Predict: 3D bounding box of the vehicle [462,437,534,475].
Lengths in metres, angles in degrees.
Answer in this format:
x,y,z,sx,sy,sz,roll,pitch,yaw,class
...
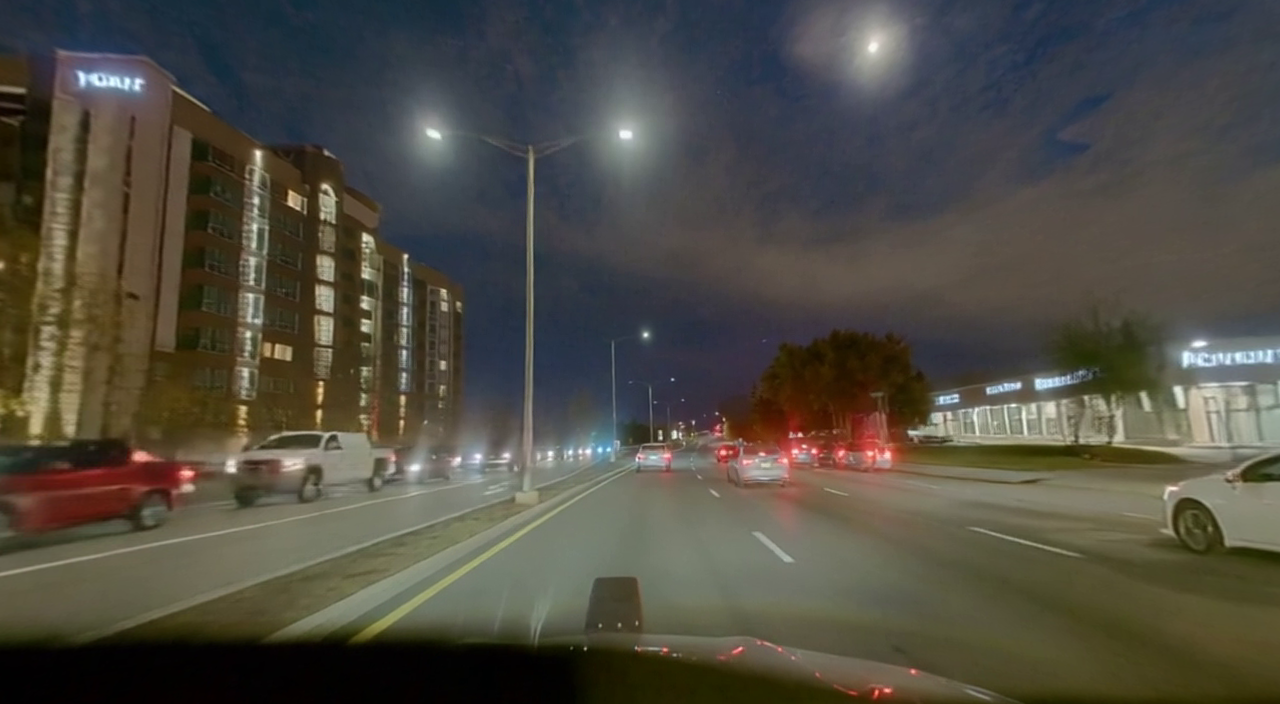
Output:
x,y,z,sx,sy,sz,roll,pitch,yaw,class
-7.485,5.556,33.924,2.218,1.819,5.732,-1,-9,3,vehicle

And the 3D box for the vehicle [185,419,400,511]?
x,y,z,sx,sy,sz,roll,pitch,yaw,class
-8.547,2.842,16.381,2.460,1.970,5.271,0,-9,1,vehicle

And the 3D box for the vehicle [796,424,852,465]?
x,y,z,sx,sy,sz,roll,pitch,yaw,class
13.837,7.038,47.974,2.790,2.897,6.326,-1,-9,5,vehicle

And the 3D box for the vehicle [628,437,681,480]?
x,y,z,sx,sy,sz,roll,pitch,yaw,class
0.660,4.596,27.465,2.101,1.694,3.979,-1,-9,2,vehicle

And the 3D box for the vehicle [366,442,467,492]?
x,y,z,sx,sy,sz,roll,pitch,yaw,class
-8.282,4.257,23.983,1.920,1.590,5.041,-3,-8,1,vehicle

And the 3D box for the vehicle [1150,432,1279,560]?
x,y,z,sx,sy,sz,roll,pitch,yaw,class
8.289,1.566,6.693,1.909,1.456,4.569,0,-9,0,vehicle

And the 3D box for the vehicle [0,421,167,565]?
x,y,z,sx,sy,sz,roll,pitch,yaw,class
-8.775,1.719,7.700,2.183,1.706,4.862,0,-9,1,vehicle

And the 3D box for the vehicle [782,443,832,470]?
x,y,z,sx,sy,sz,roll,pitch,yaw,class
9.744,6.126,37.250,1.860,1.475,4.488,-1,-9,2,vehicle

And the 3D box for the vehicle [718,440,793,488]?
x,y,z,sx,sy,sz,roll,pitch,yaw,class
3.852,3.809,21.753,1.852,1.498,3.825,0,-9,0,vehicle
